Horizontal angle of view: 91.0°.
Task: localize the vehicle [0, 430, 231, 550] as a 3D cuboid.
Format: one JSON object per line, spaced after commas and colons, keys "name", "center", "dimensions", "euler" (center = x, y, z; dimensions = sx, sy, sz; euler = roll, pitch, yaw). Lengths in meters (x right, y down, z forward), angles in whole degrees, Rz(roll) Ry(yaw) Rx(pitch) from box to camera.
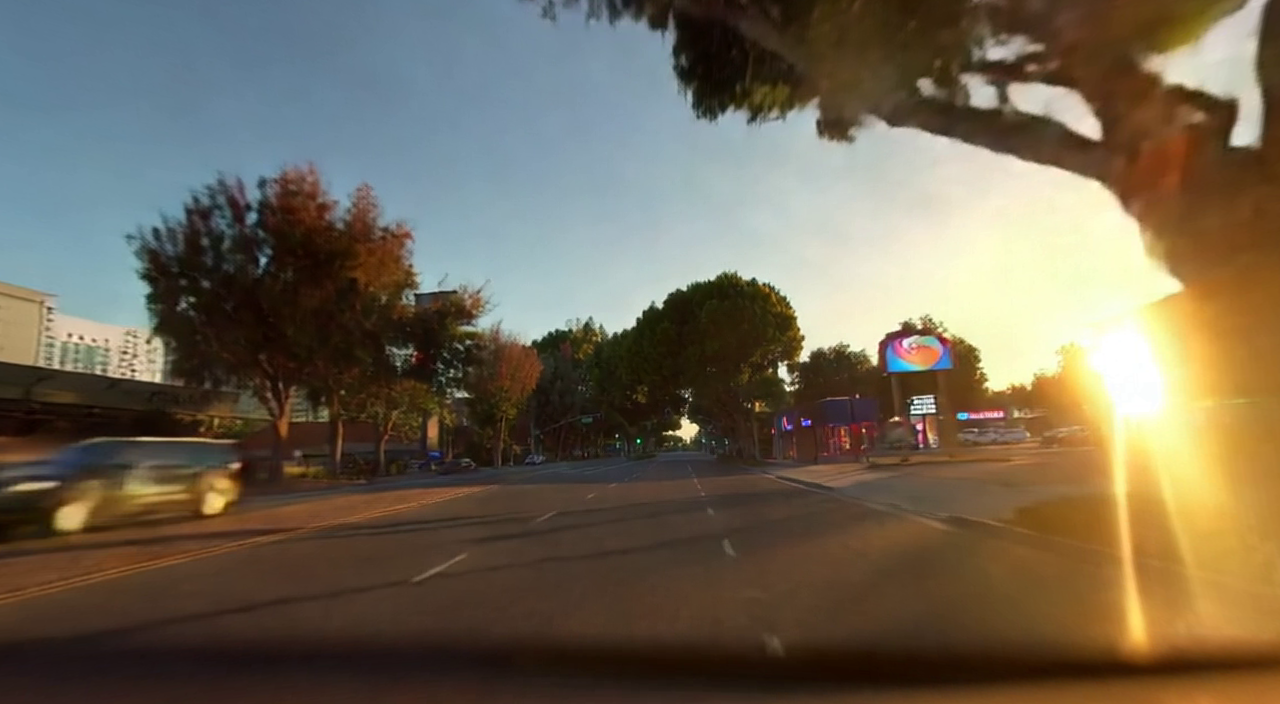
{"name": "vehicle", "center": [-10.267, 2.416, 11.739], "dimensions": [2.209, 1.773, 4.481], "euler": [0, -9, 0]}
